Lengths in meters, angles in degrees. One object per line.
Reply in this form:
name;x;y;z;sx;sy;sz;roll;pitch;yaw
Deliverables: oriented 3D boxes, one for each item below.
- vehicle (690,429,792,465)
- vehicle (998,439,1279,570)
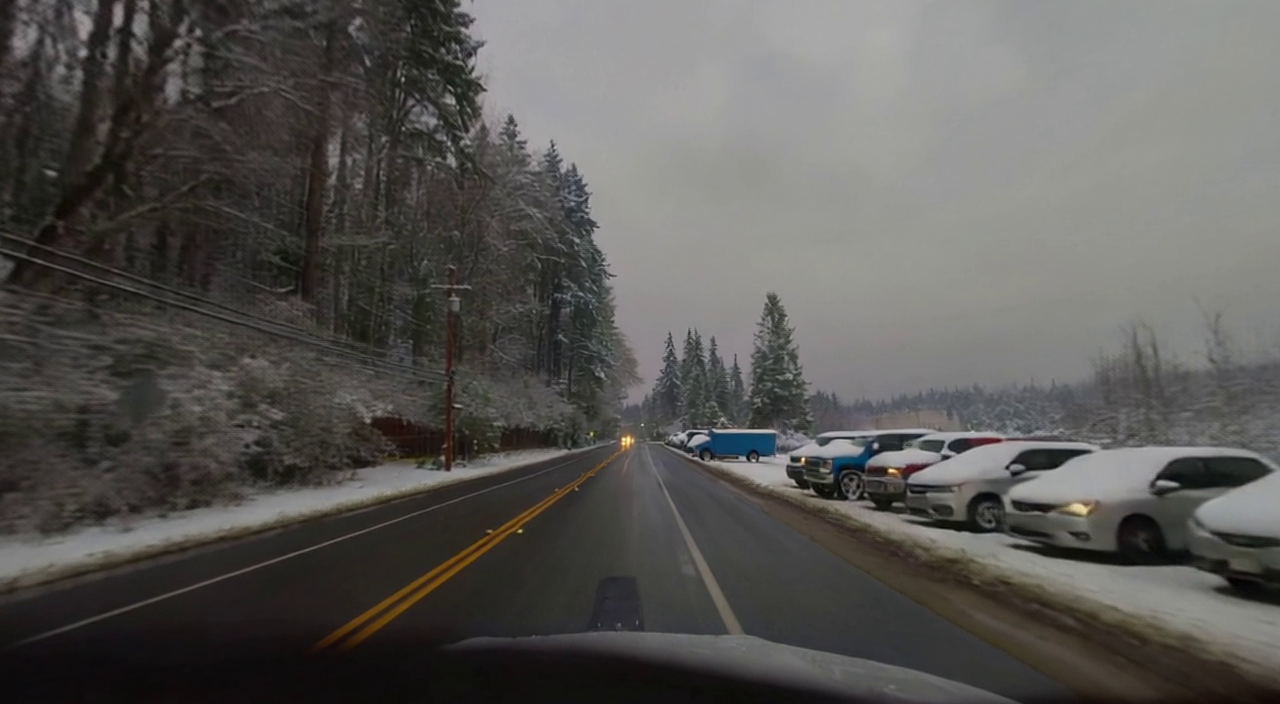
vehicle;6.098;5.850;38.874;5.797;2.070;2.502;0;-8;-1
vehicle;7.271;1.896;8.300;3.930;1.475;1.933;0;-8;-1
